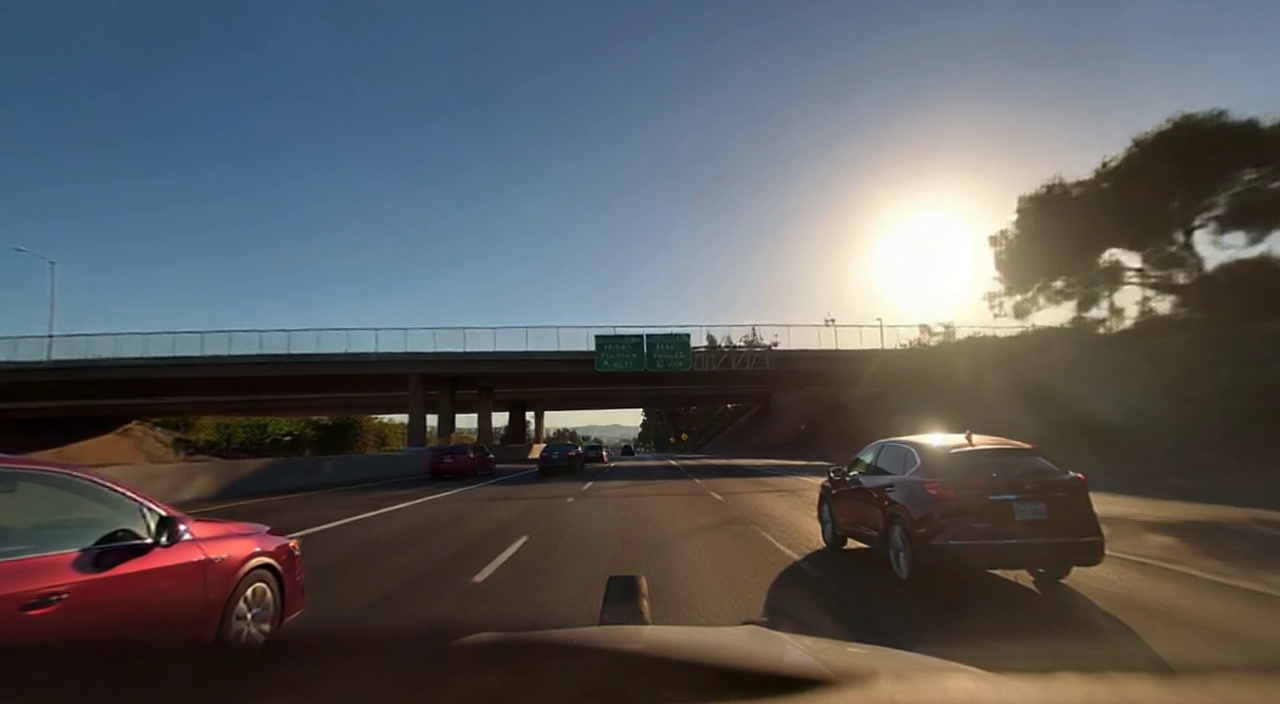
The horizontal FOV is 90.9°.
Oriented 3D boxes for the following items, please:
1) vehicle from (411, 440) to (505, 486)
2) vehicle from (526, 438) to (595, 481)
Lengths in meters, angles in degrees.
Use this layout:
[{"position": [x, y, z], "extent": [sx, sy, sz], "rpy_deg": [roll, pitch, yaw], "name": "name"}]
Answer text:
[{"position": [-6.776, 4.181, 24.135], "extent": [2.069, 1.551, 4.830], "rpy_deg": [0, -9, 1], "name": "vehicle"}, {"position": [-3.223, 4.484, 26.613], "extent": [2.210, 1.628, 4.586], "rpy_deg": [-1, -9, 2], "name": "vehicle"}]
